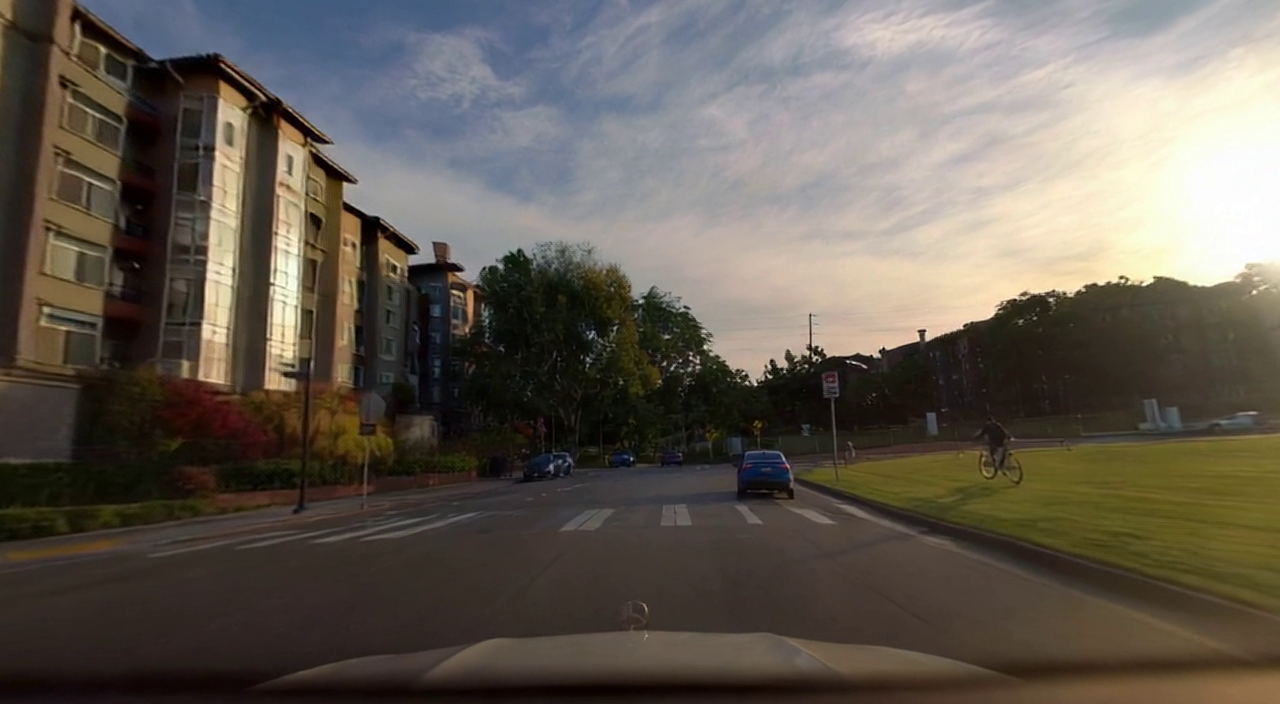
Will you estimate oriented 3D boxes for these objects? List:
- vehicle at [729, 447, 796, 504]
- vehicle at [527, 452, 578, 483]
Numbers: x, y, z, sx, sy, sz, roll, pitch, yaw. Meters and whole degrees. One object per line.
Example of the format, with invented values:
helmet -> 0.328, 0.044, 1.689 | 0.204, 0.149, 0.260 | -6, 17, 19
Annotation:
vehicle -> 3.444, 3.532, 18.094 | 1.559, 1.351, 2.452 | -7, -11, 6
vehicle -> -6.154, 8.162, 44.784 | 2.347, 1.846, 4.915 | -7, -9, 5
